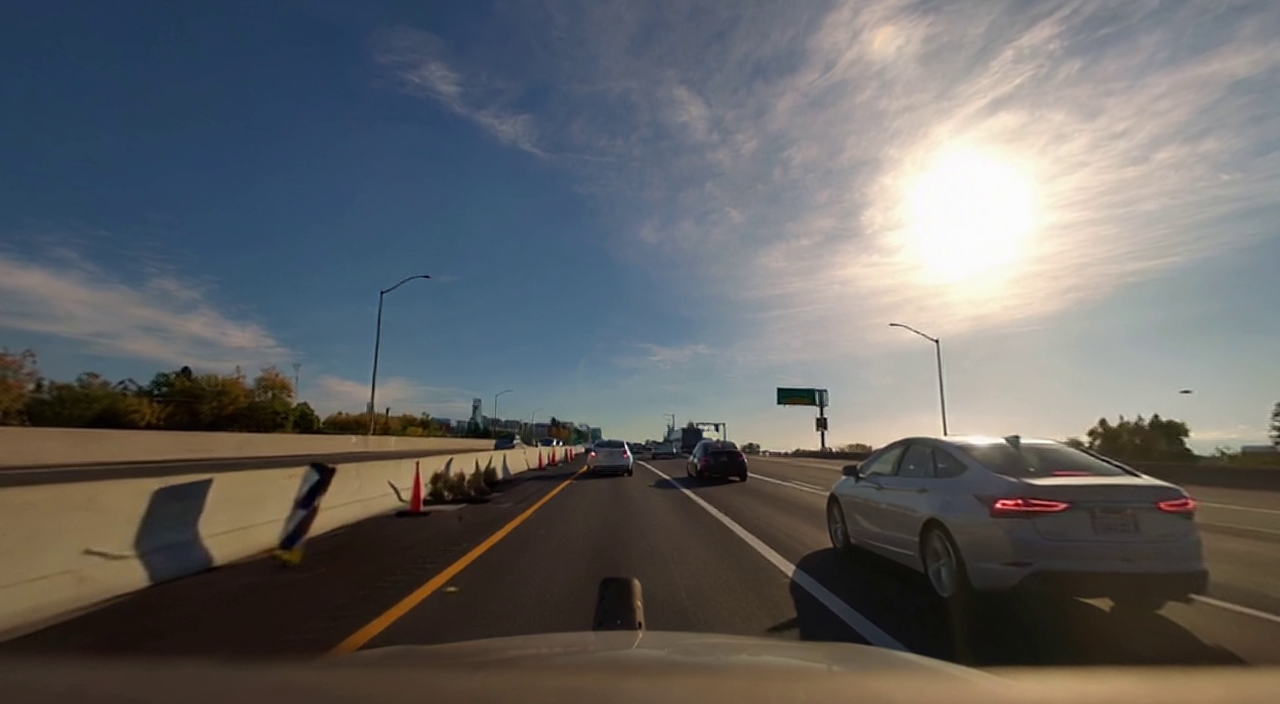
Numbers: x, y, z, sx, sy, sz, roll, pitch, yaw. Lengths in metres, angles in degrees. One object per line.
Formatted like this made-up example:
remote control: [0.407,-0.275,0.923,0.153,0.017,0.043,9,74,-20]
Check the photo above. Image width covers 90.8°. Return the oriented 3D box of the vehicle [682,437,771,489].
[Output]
vehicle: [2.622,3.484,20.247,2.042,1.460,4.451,0,-8,-2]

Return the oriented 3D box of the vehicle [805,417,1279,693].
vehicle: [3.081,1.401,5.593,1.996,1.455,4.281,0,-8,-1]

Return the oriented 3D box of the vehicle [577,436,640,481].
vehicle: [-1.080,3.808,22.834,2.069,1.470,4.004,0,-8,-1]
